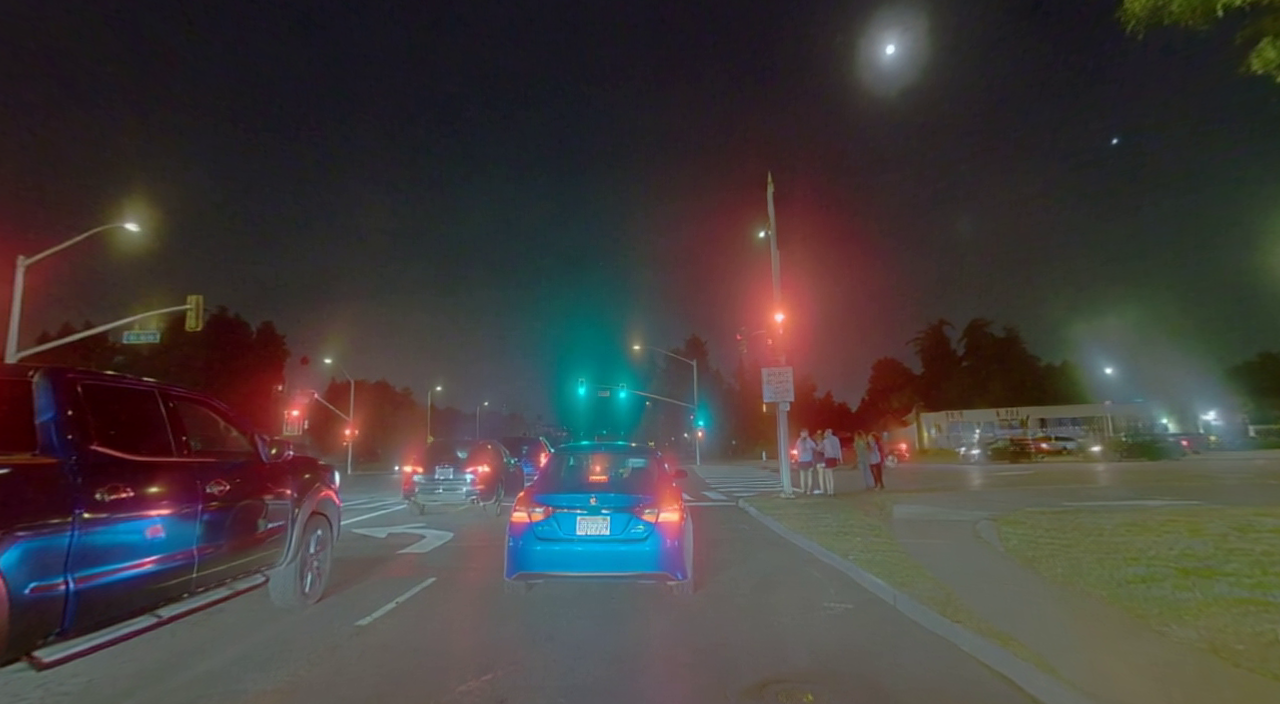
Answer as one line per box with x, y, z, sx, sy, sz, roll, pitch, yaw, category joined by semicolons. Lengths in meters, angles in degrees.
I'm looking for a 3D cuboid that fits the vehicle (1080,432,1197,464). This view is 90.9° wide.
28.946;5.577;36.707;4.967;1.794;2.044;0;-9;2;vehicle

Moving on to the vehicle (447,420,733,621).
-0.377;1.608;7.039;2.144;1.497;4.446;0;-9;0;vehicle

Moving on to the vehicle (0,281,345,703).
-3.683;0.745;2.815;2.202;1.961;4.980;0;-9;1;vehicle

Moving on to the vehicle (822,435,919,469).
12.213;5.335;33.625;4.394;1.724;1.886;0;-9;1;vehicle

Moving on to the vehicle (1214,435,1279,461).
36.268;5.513;36.145;4.643;1.464;1.840;-1;-9;3;vehicle

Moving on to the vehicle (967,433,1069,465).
21.944;5.655;36.712;4.529;1.786;2.110;0;-9;2;vehicle
